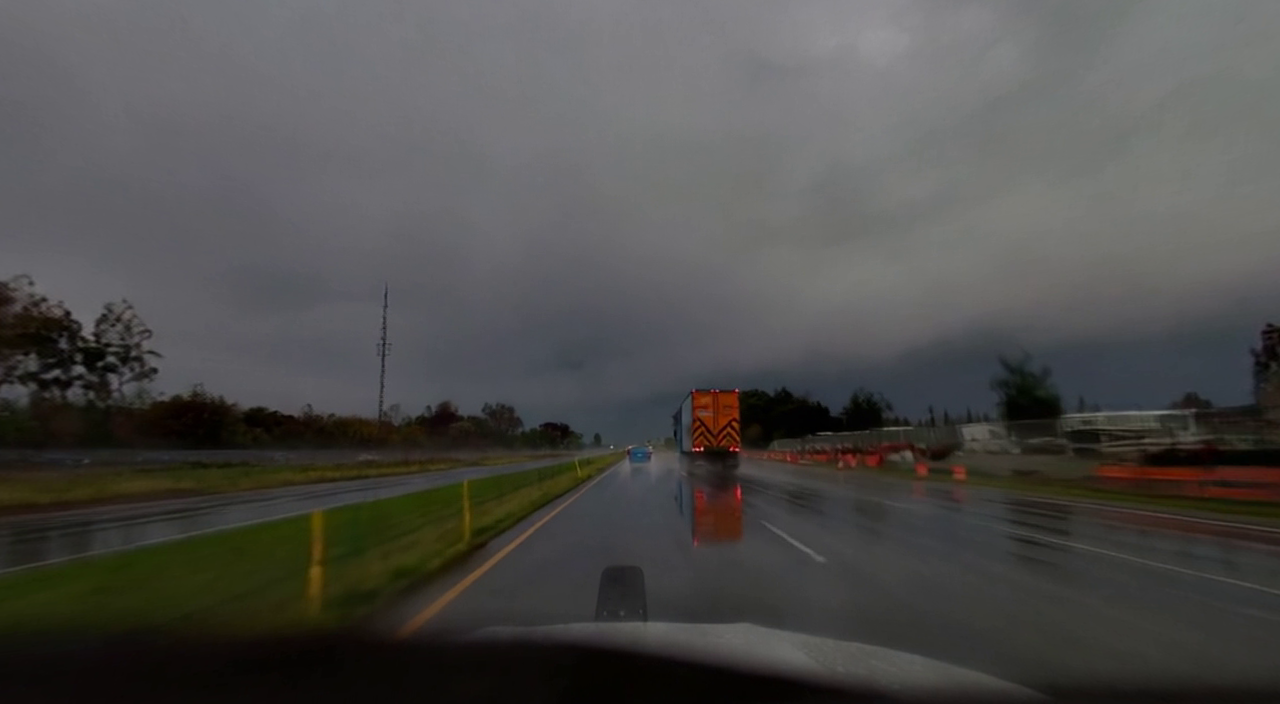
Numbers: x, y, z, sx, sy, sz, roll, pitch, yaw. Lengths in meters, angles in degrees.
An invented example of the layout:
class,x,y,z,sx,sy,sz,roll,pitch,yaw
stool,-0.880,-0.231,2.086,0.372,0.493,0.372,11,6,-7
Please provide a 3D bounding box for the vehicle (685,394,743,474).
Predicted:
class,x,y,z,sx,sy,sz,roll,pitch,yaw
vehicle,4.200,4.882,37.034,2.704,4.310,5.716,0,-9,0

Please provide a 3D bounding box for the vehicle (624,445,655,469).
class,x,y,z,sx,sy,sz,roll,pitch,yaw
vehicle,-0.042,7.193,43.303,2.065,1.573,3.734,0,-9,0
